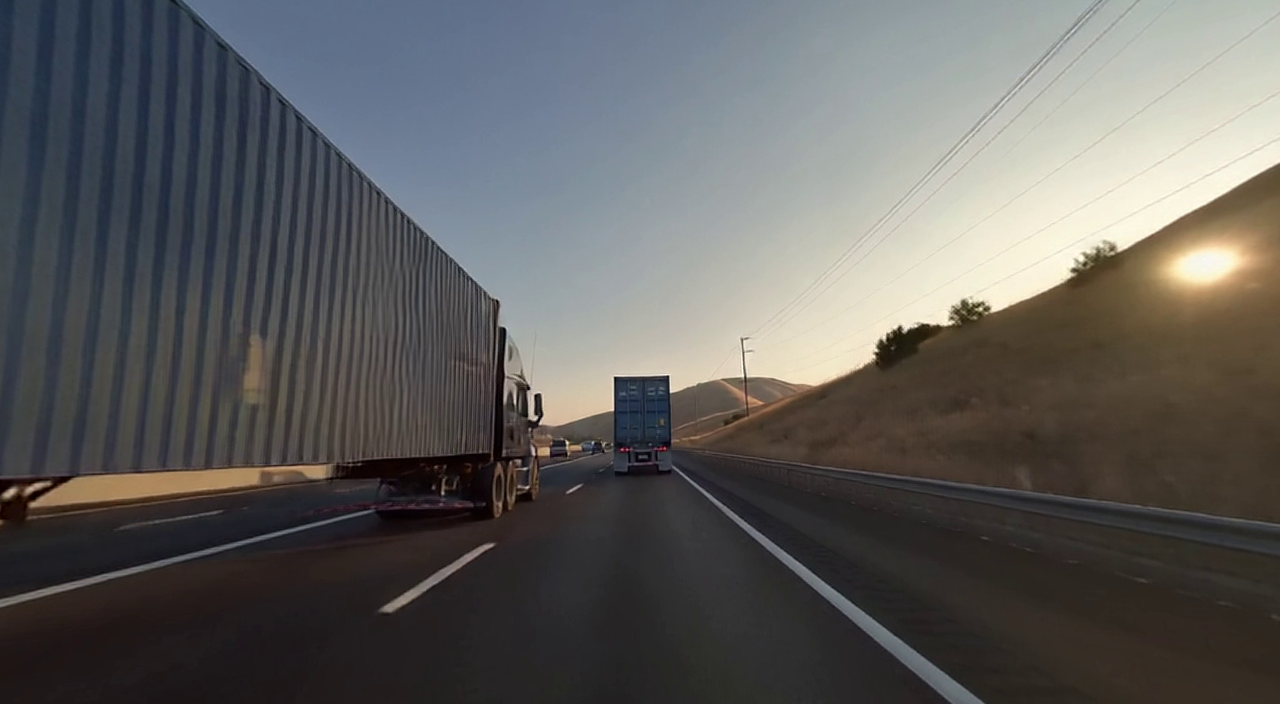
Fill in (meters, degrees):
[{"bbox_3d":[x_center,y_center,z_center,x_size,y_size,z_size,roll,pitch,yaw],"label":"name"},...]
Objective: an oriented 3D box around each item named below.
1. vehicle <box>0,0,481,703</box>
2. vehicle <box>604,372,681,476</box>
[{"bbox_3d":[-4.135,-0.310,2.760,3.065,4.105,13.706,0,-8,1],"label":"vehicle"},{"bbox_3d":[0.009,3.664,30.653,3.006,4.120,11.586,0,-8,-1],"label":"vehicle"}]
